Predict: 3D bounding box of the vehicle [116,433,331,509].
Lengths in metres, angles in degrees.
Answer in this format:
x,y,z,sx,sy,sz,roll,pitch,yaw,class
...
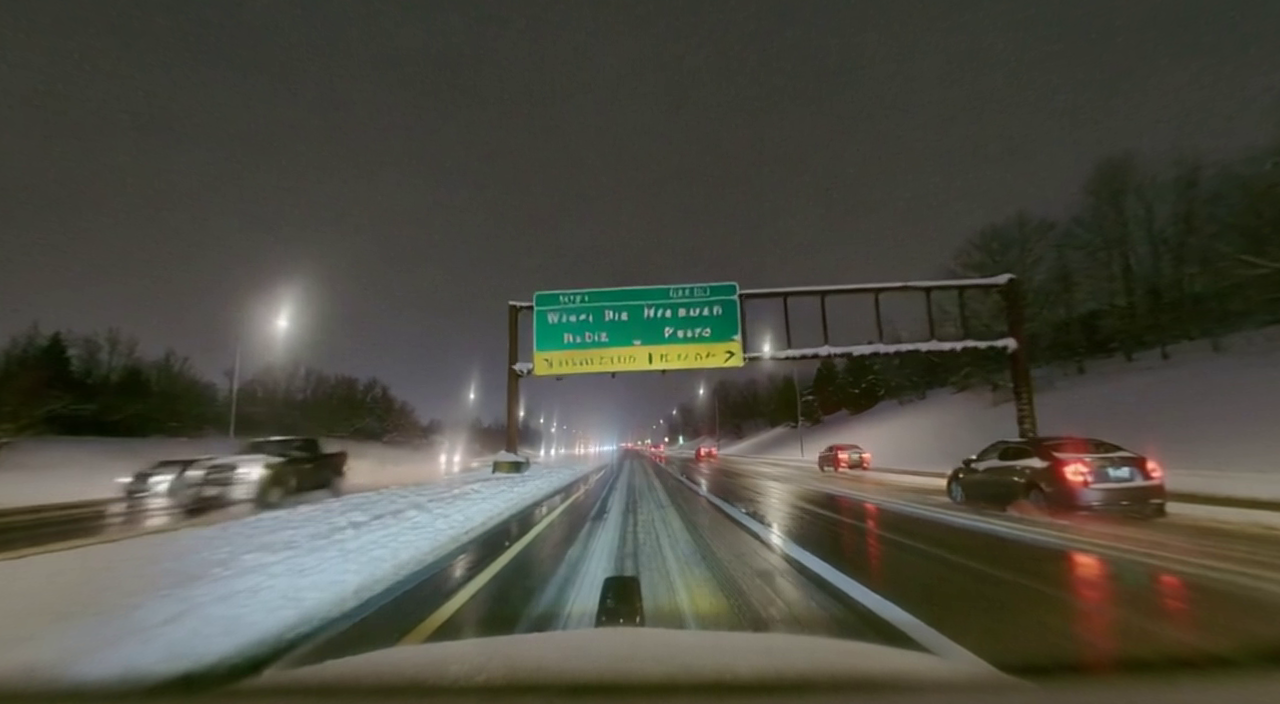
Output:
x,y,z,sx,sy,sz,roll,pitch,yaw,class
-9.672,2.780,15.289,2.073,1.518,4.635,0,-8,0,vehicle

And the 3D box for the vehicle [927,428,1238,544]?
x,y,z,sx,sy,sz,roll,pitch,yaw,class
7.109,2.171,10.992,1.901,1.548,4.684,0,-8,-2,vehicle

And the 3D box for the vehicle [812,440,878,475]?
x,y,z,sx,sy,sz,roll,pitch,yaw,class
10.907,5.604,33.954,2.068,1.680,4.361,-1,-8,0,vehicle
